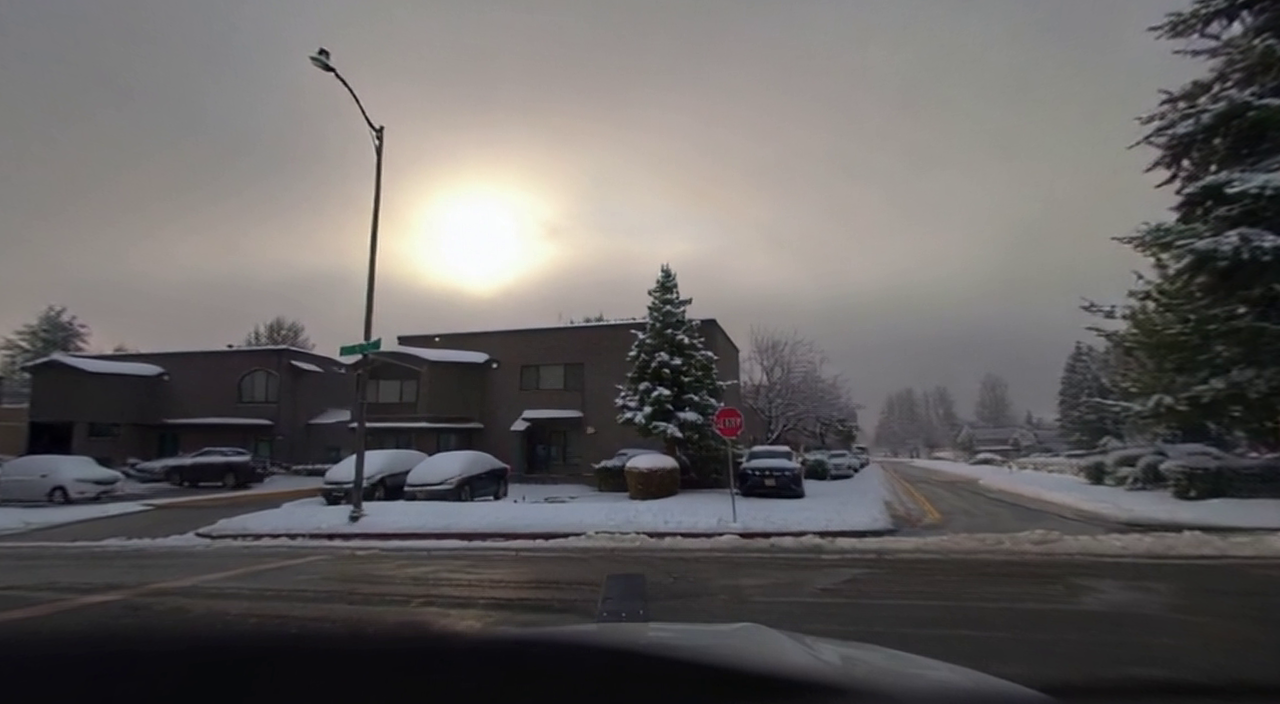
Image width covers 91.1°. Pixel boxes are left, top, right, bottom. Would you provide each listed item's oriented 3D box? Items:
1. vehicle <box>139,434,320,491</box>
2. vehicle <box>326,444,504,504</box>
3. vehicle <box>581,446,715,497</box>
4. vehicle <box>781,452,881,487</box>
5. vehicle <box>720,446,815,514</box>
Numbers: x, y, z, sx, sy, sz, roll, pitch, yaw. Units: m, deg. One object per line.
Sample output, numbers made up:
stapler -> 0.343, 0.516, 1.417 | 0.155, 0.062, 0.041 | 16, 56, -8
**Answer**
vehicle -> -25.019, 6.721, 38.473 | 9.384, 3.230, 2.928 | -1, -9, 7
vehicle -> -6.911, 3.776, 19.675 | 4.778, 1.753, 1.959 | 0, -9, 3
vehicle -> 0.473, 4.978, 26.716 | 5.798, 1.920, 2.267 | 9, -12, -44
vehicle -> 10.800, 6.650, 35.743 | 5.004, 1.797, 1.946 | -6, -11, 35
vehicle -> 4.110, 4.195, 21.356 | 2.305, 1.962, 5.685 | 0, -9, 3
